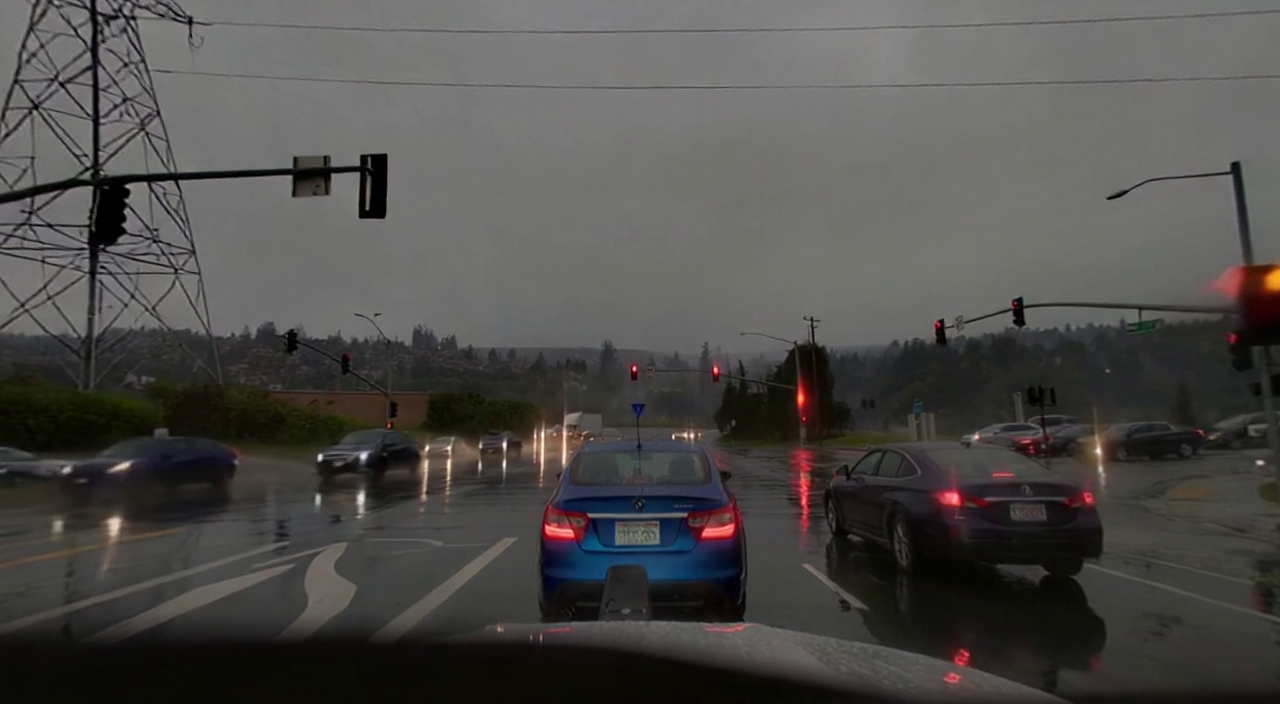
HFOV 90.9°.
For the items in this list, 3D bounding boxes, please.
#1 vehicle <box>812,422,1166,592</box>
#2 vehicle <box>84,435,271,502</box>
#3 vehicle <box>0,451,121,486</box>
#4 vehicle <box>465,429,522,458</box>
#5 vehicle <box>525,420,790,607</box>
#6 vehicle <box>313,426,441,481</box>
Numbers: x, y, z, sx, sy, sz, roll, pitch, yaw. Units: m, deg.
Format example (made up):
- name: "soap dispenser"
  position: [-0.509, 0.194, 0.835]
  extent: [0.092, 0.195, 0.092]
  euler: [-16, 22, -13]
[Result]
- name: "vehicle"
  position: [3.667, 1.679, 7.715]
  extent: [1.835, 1.473, 4.190]
  euler: [0, -8, -1]
- name: "vehicle"
  position: [-13.474, 3.393, 18.850]
  extent: [1.939, 1.727, 4.695]
  euler: [0, -8, 1]
- name: "vehicle"
  position: [-25.881, 5.114, 27.785]
  extent: [4.263, 1.464, 1.895]
  euler: [0, -8, -1]
- name: "vehicle"
  position: [-9.405, 5.945, 40.995]
  extent: [2.239, 1.719, 4.948]
  euler: [-1, -8, 4]
- name: "vehicle"
  position: [0.126, 1.593, 7.126]
  extent: [2.117, 1.474, 4.036]
  euler: [0, -8, 0]
- name: "vehicle"
  position: [-9.772, 3.855, 24.103]
  extent: [2.161, 1.818, 5.672]
  euler: [-1, -8, 3]
